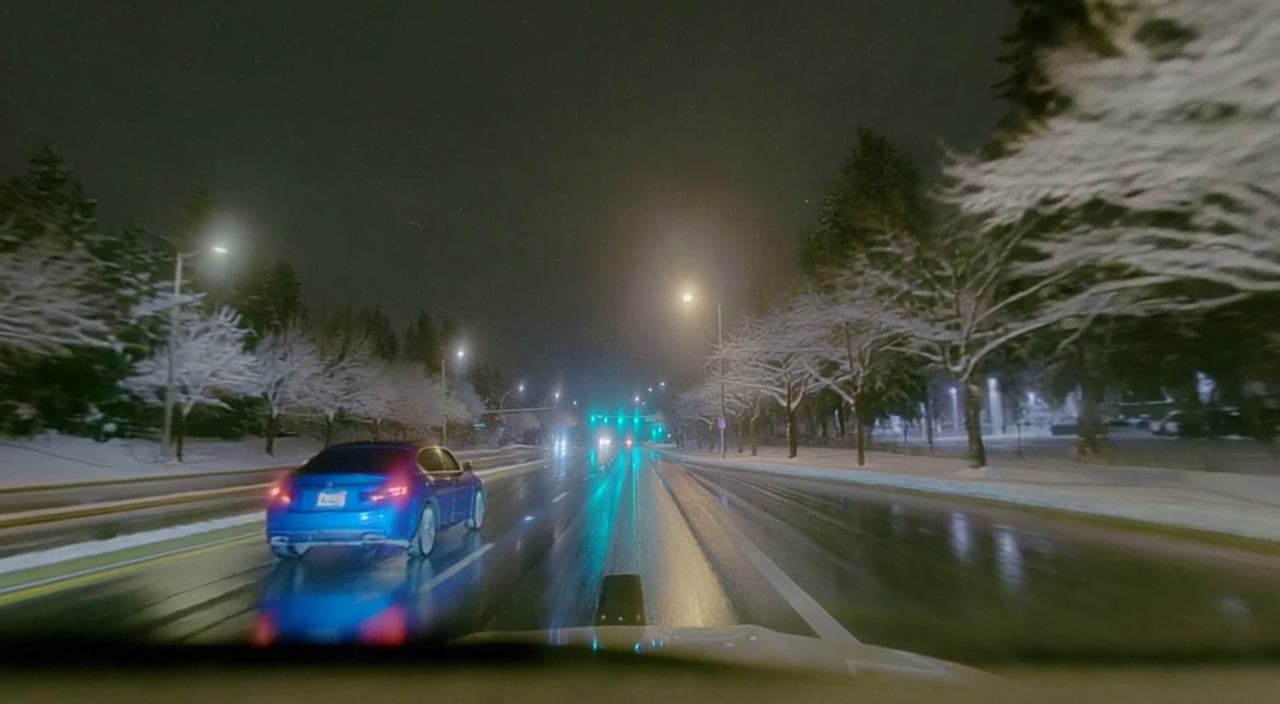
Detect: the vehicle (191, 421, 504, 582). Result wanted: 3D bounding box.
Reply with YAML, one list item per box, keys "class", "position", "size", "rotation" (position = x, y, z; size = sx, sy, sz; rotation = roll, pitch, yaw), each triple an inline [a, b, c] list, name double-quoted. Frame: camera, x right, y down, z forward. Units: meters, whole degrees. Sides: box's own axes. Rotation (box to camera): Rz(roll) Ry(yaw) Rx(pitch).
- class: "vehicle"
  position: [-3.159, 1.688, 7.962]
  size: [1.964, 1.472, 4.078]
  rotation: [0, -8, 0]

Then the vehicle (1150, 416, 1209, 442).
- class: "vehicle"
  position: [31.240, 4.437, 36.695]
  size: [1.690, 1.378, 3.826]
  rotation: [-6, -8, 27]
